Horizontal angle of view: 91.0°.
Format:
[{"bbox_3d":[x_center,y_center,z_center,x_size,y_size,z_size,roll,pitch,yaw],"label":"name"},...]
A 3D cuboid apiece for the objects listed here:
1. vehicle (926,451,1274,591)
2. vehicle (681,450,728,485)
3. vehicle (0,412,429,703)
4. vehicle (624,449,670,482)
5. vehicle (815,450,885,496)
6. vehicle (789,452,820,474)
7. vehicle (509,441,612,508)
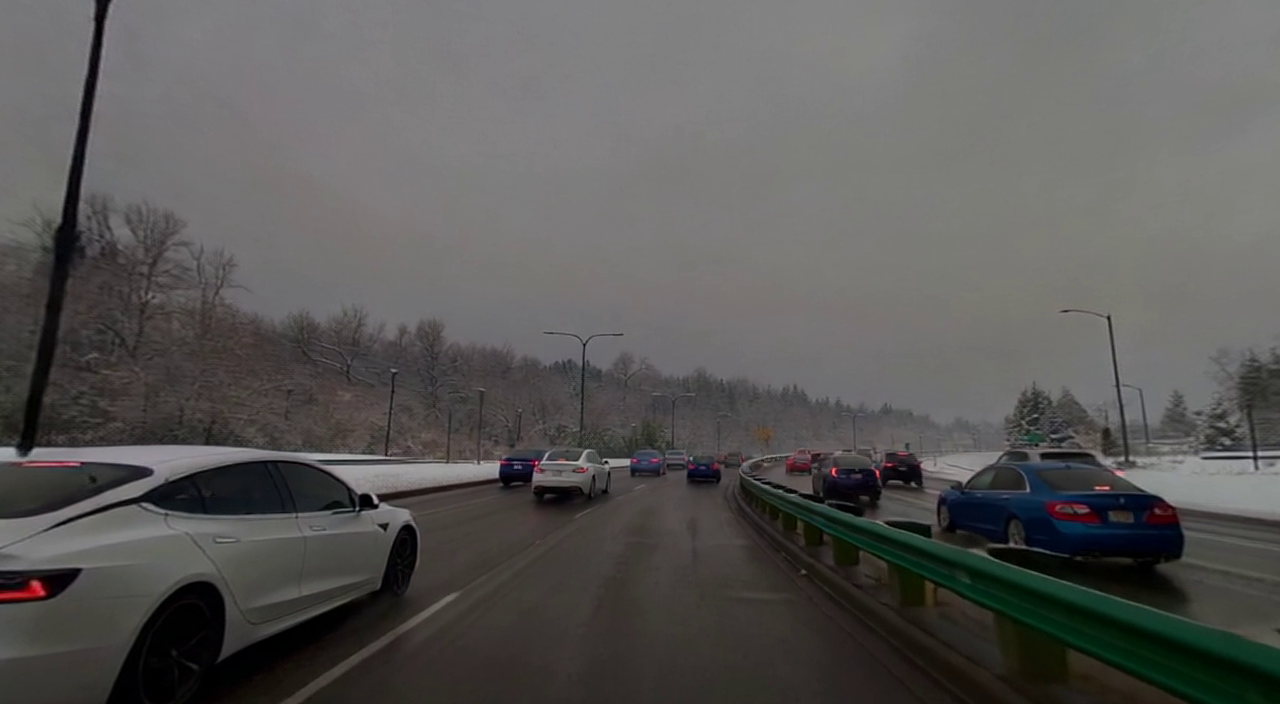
[{"bbox_3d":[6.311,2.298,9.586,1.869,1.516,4.753,0,-9,2],"label":"vehicle"},{"bbox_3d":[3.132,5.466,30.093,2.015,1.506,4.276,-1,-9,9],"label":"vehicle"},{"bbox_3d":[-3.266,1.297,4.466,1.921,1.503,4.317,0,-9,2],"label":"vehicle"},{"bbox_3d":[0.463,6.203,34.740,1.930,1.635,4.260,-1,-9,9],"label":"vehicle"},{"bbox_3d":[8.309,4.763,25.275,1.768,1.634,4.064,0,-9,6],"label":"vehicle"},{"bbox_3d":[12.722,8.563,48.845,1.890,1.610,4.045,-1,-9,9],"label":"vehicle"},{"bbox_3d":[-2.155,3.502,18.525,1.979,1.663,4.513,0,-9,6],"label":"vehicle"}]
